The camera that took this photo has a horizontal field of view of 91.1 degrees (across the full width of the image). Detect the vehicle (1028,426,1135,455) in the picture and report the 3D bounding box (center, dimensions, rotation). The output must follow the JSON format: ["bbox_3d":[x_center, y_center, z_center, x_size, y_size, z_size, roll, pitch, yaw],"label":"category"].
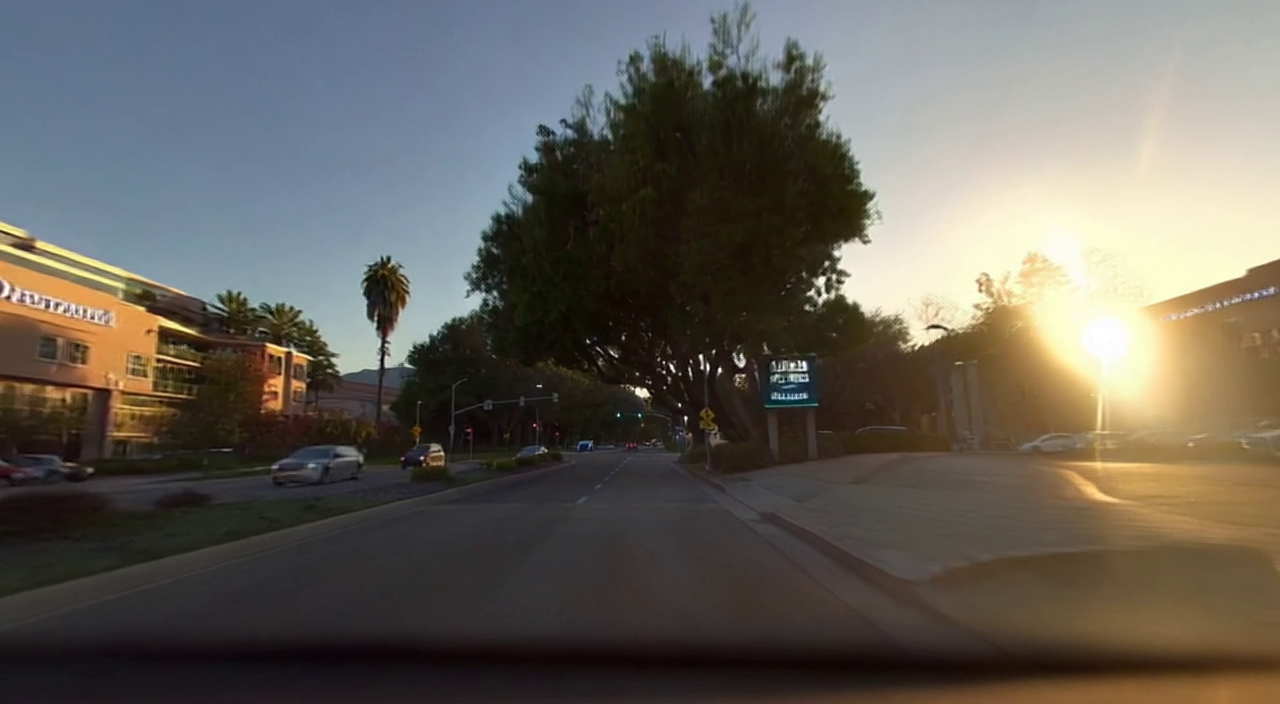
[{"bbox_3d":[25.314,5.081,36.105,4.649,1.611,1.945,0,-9,-1],"label":"vehicle"}]

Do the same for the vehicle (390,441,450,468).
[{"bbox_3d":[-16.382,7.660,47.141,2.221,1.832,5.572,0,-9,3],"label":"vehicle"}]

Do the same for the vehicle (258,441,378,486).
[{"bbox_3d":[-12.043,4.192,23.922,2.078,1.532,4.627,0,-9,1],"label":"vehicle"}]

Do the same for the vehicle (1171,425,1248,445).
[{"bbox_3d":[45.231,6.613,49.912,4.301,1.498,1.875,0,-9,0],"label":"vehicle"}]

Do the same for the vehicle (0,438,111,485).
[{"bbox_3d":[-29.788,5.355,30.368,6.383,1.887,2.223,-4,-9,0],"label":"vehicle"}]
